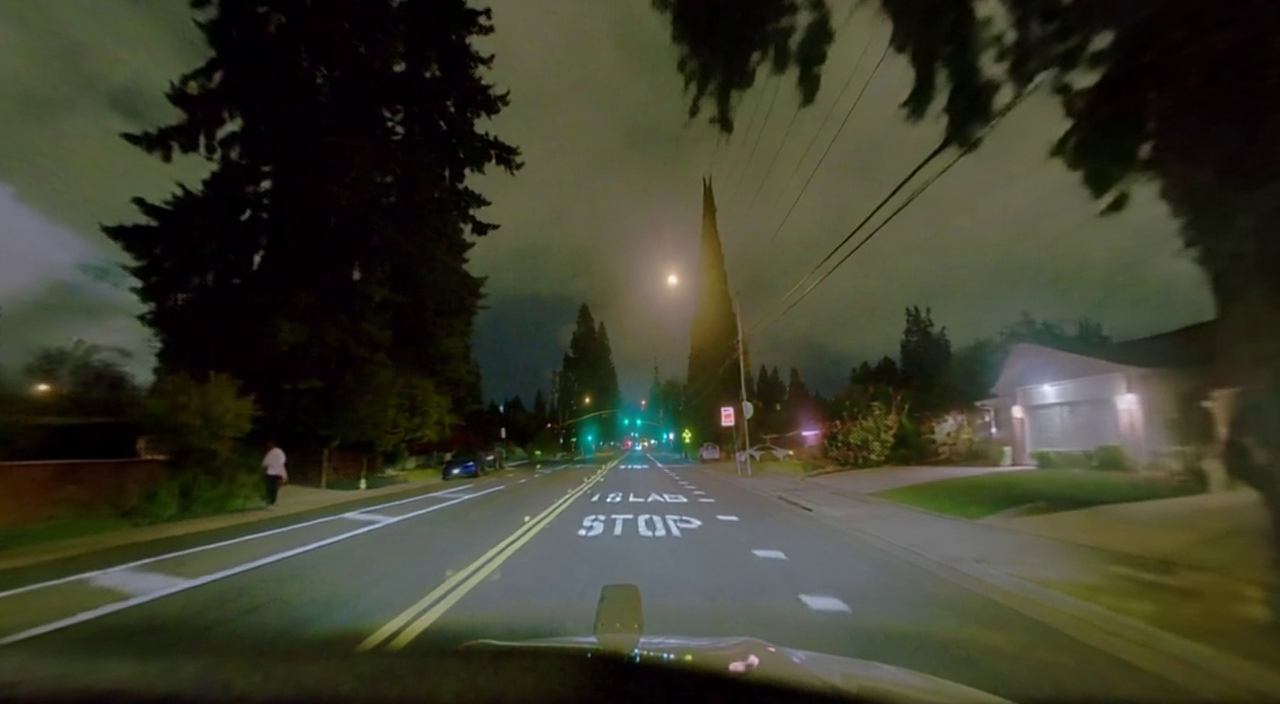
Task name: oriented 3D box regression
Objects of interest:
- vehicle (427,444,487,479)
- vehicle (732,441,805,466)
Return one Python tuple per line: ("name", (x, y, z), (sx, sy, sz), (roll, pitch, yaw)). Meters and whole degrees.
("vehicle", (-9.354, 5.587, 32.473), (1.998, 1.684, 4.180), (1, -8, -3))
("vehicle", (8.097, 6.428, 40.016), (4.438, 1.466, 1.943), (-1, -8, 8))
